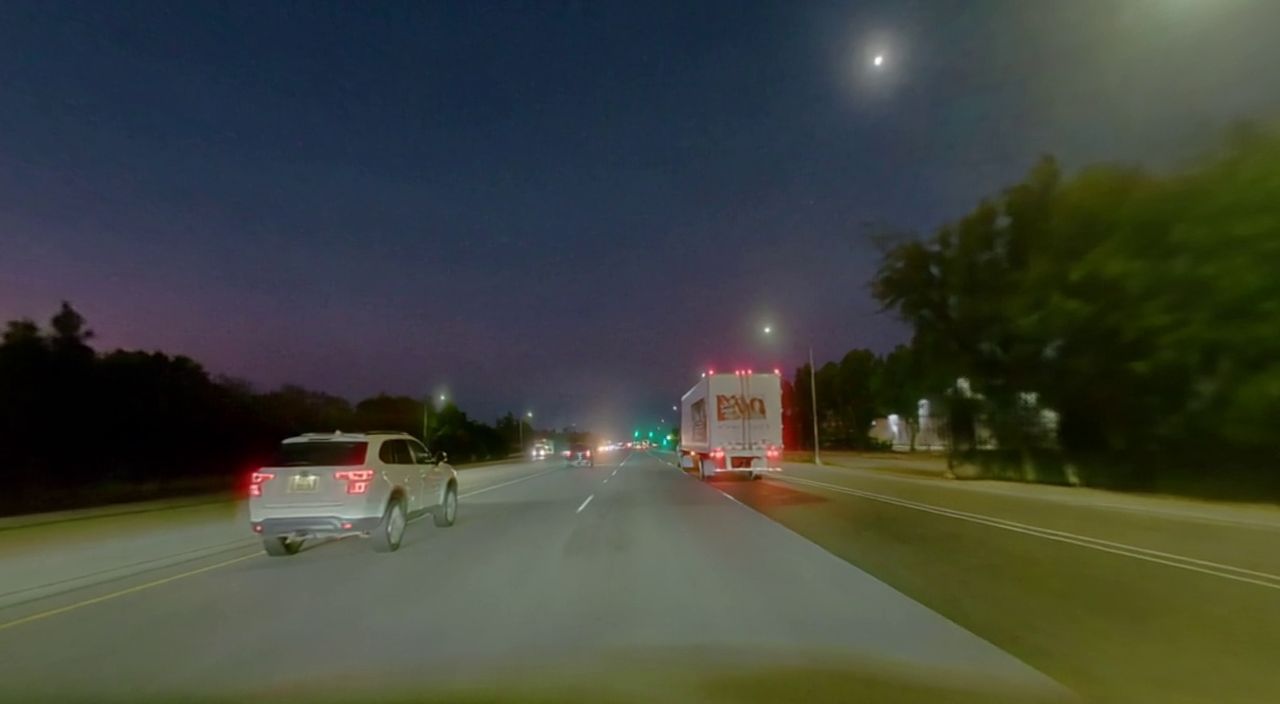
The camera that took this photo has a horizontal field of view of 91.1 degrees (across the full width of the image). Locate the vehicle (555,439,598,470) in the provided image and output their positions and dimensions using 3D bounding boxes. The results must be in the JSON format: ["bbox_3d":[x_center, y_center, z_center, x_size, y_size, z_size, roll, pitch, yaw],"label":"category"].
[{"bbox_3d":[-3.689,6.088,37.352,2.139,1.716,4.530,0,-9,0],"label":"vehicle"}]

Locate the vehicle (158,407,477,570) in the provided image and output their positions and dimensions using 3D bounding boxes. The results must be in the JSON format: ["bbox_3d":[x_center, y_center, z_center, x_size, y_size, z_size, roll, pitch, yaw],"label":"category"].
[{"bbox_3d":[-4.128,1.841,9.239,2.202,1.760,4.617,0,-9,0],"label":"vehicle"}]

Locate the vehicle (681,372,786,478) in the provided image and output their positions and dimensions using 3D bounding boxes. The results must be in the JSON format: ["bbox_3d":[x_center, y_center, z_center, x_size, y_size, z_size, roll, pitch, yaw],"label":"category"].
[{"bbox_3d":[4.167,3.963,32.128,2.998,4.236,13.886,0,-9,-1],"label":"vehicle"}]
